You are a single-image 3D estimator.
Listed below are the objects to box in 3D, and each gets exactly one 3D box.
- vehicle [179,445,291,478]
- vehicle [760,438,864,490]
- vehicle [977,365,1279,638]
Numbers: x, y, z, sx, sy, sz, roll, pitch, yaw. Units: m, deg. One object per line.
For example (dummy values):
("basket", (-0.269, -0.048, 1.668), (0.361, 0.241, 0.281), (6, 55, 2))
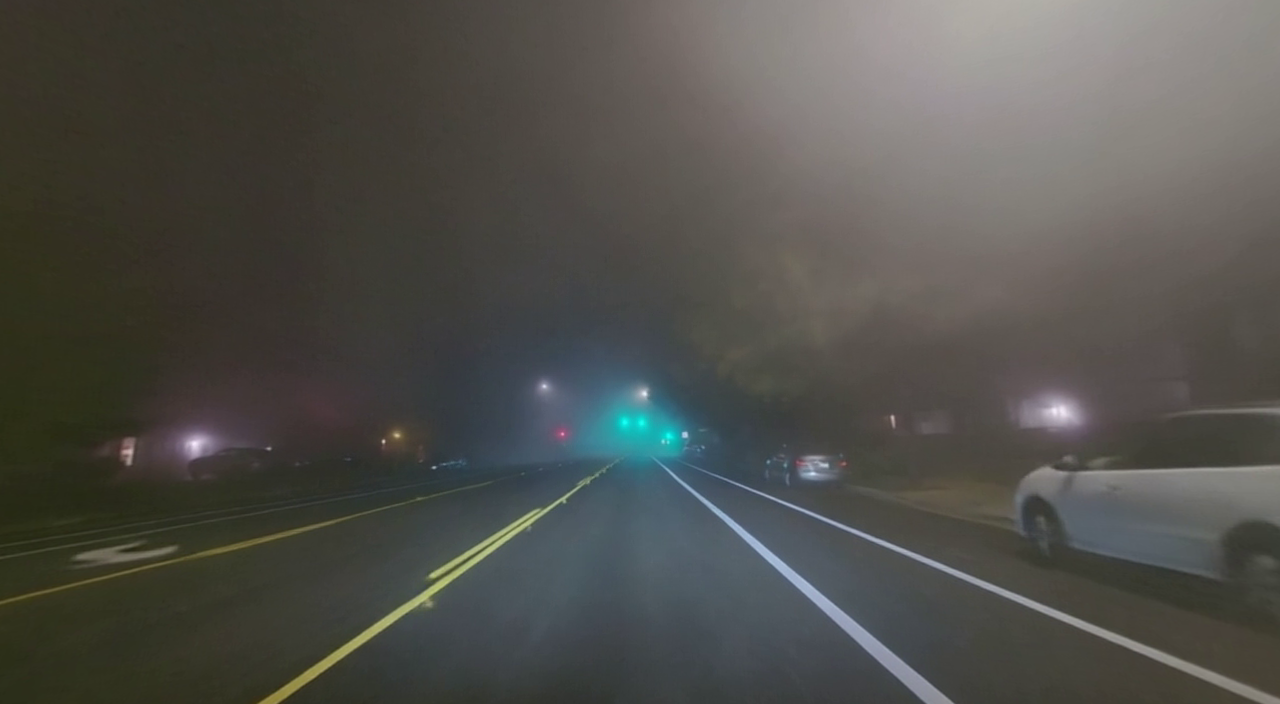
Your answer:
("vehicle", (-21.820, 5.885, 34.086), (4.610, 1.721, 2.019), (0, -8, -1))
("vehicle", (5.349, 3.543, 20.290), (1.935, 1.453, 4.488), (0, -8, -2))
("vehicle", (5.193, 1.175, 5.458), (2.047, 1.752, 4.538), (0, -8, 1))
